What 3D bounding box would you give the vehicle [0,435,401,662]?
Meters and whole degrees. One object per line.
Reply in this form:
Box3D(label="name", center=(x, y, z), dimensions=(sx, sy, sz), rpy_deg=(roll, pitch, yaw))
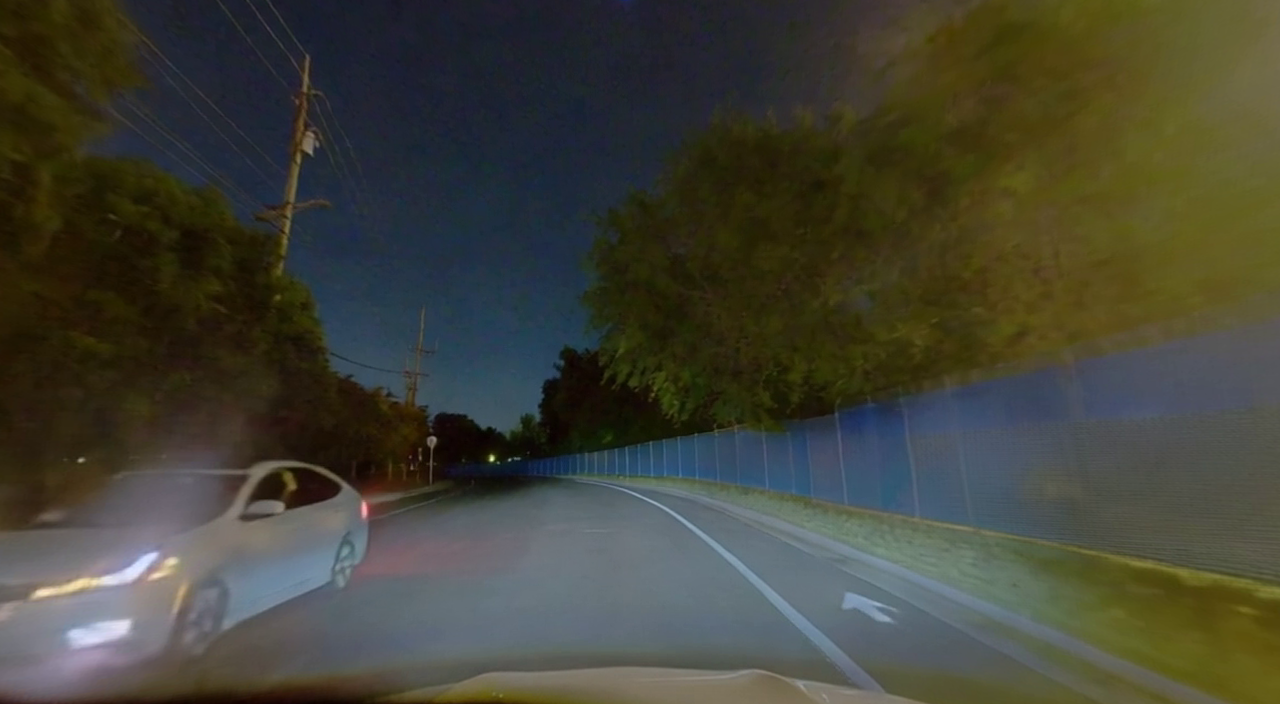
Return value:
Box3D(label="vehicle", center=(-4.309, 1.650, 6.506), dimensions=(2.034, 1.479, 4.521), rpy_deg=(0, -9, -2))
